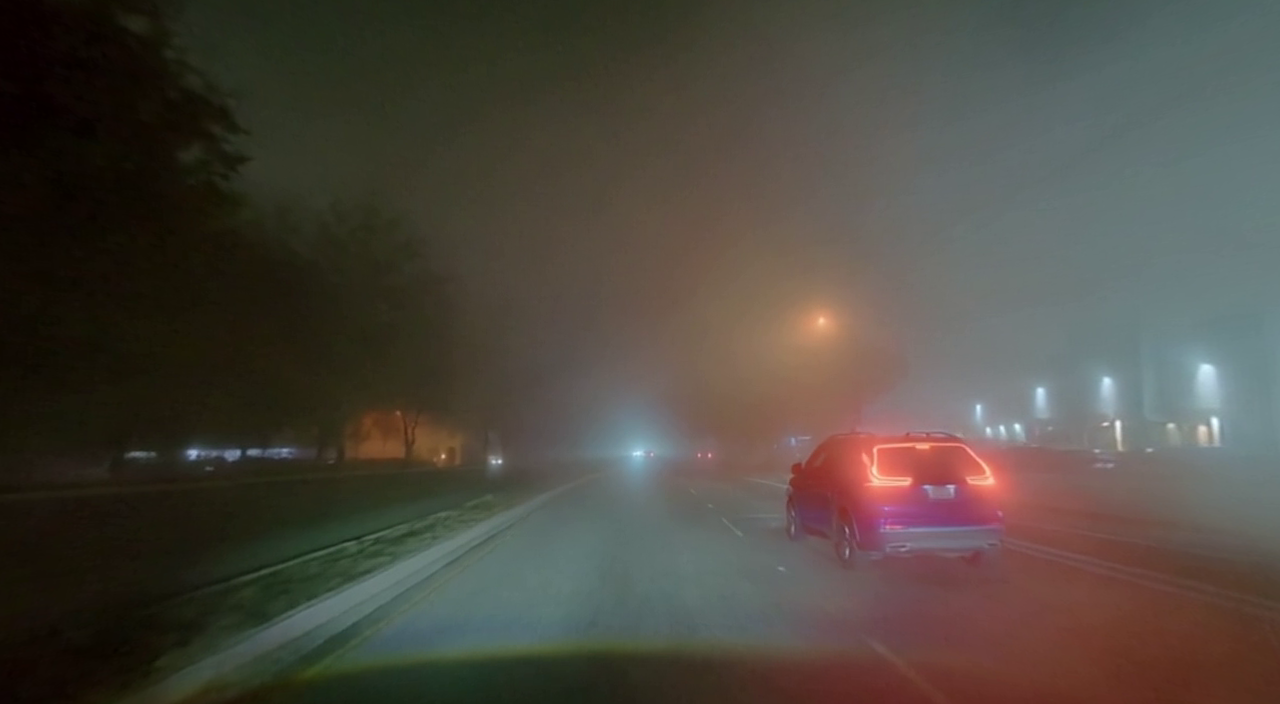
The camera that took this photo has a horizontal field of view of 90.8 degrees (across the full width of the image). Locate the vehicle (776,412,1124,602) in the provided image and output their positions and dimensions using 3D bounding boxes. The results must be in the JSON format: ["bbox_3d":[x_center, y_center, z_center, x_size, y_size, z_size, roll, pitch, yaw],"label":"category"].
[{"bbox_3d":[3.220,1.721,7.819,2.060,1.665,4.284,0,-9,-1],"label":"vehicle"}]
